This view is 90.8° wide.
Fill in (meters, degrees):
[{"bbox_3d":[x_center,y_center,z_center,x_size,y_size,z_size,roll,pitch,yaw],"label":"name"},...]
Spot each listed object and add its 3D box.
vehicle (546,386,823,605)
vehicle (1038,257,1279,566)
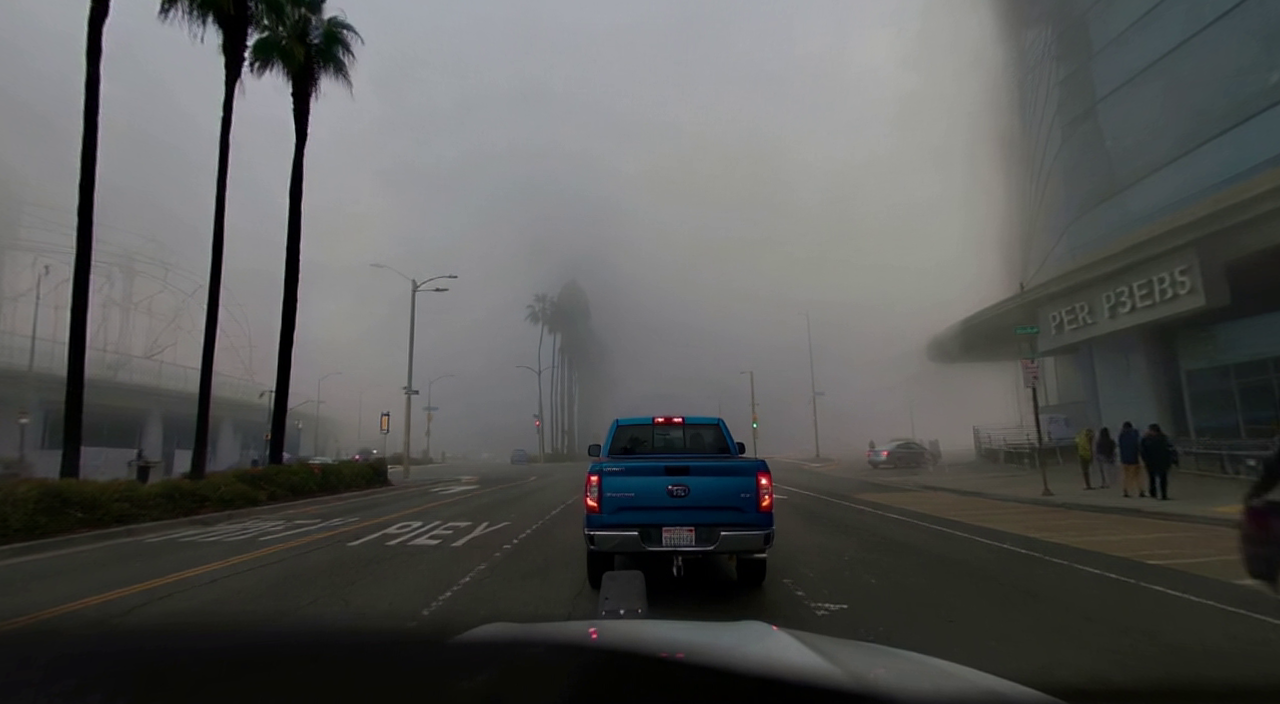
[{"bbox_3d":[0.405,1.591,7.989,2.311,1.819,5.255,0,-8,1],"label":"vehicle"},{"bbox_3d":[7.896,0.835,8.560,2.666,3.345,3.622,-2,-9,6],"label":"vehicle"}]
